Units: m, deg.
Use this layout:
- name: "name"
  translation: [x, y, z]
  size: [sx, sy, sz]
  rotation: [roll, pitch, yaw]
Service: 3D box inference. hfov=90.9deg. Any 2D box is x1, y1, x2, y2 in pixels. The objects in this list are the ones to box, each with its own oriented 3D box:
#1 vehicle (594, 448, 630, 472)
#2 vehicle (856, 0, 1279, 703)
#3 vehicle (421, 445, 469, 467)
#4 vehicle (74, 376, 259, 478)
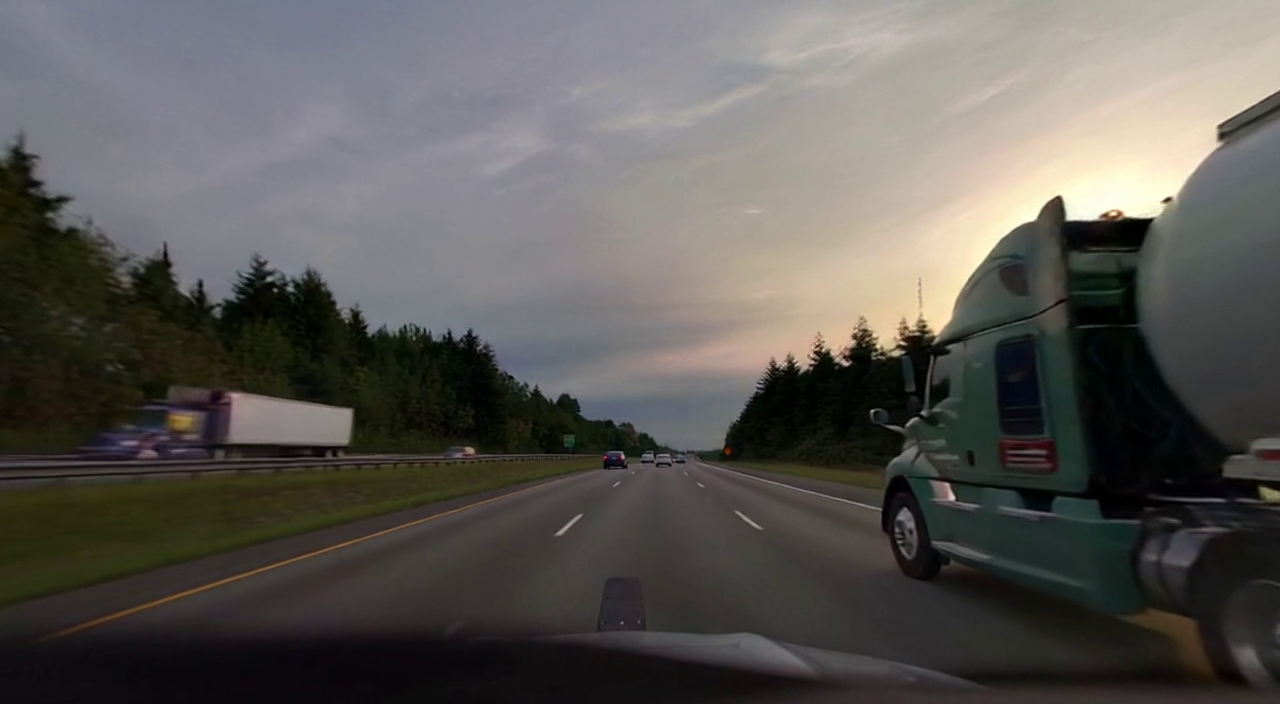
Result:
- name: "vehicle"
  translation: [-2.066, 8.160, 47.778]
  size: [2.205, 1.728, 4.397]
  rotation: [-1, -9, 3]
- name: "vehicle"
  translation: [3.888, 0.008, 3.667]
  size: [2.984, 3.908, 5.930]
  rotation: [0, -9, -1]
- name: "vehicle"
  translation: [-15.121, 8.117, 49.167]
  size: [2.129, 1.633, 4.593]
  rotation: [0, -9, 2]
- name: "vehicle"
  translation: [-19.557, 3.270, 26.631]
  size: [2.925, 3.825, 5.907]
  rotation: [0, -9, 1]
